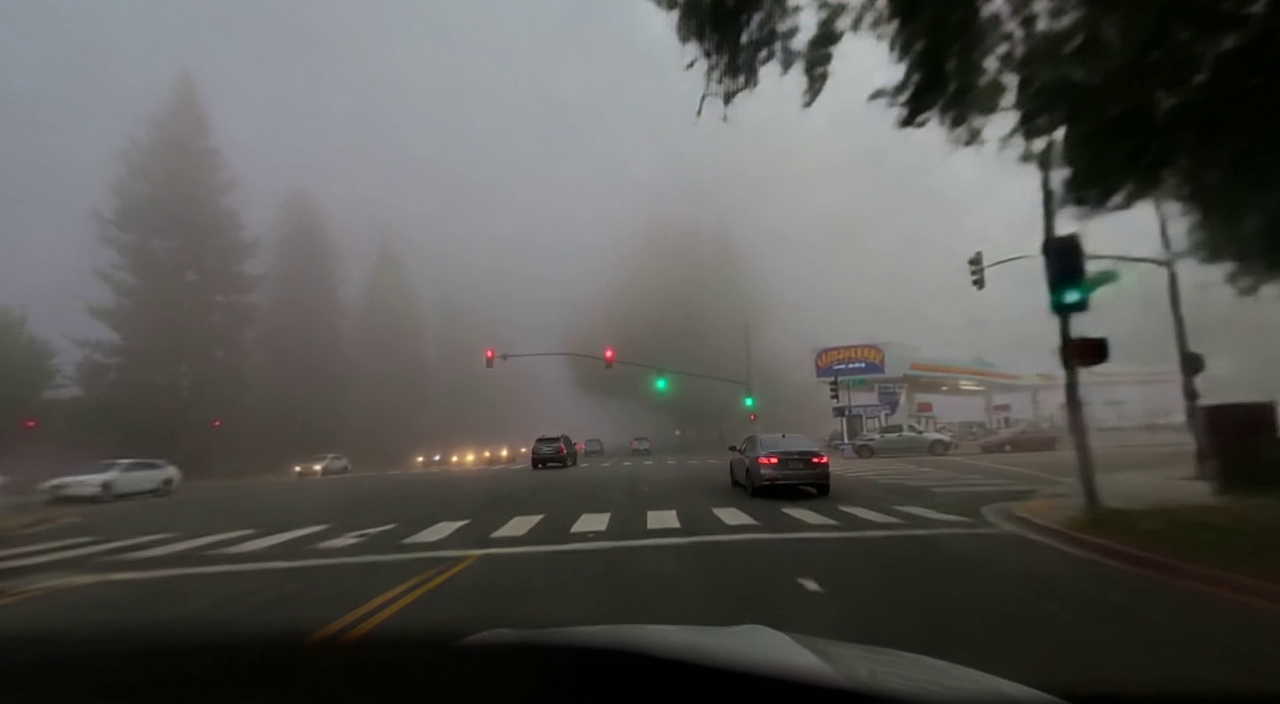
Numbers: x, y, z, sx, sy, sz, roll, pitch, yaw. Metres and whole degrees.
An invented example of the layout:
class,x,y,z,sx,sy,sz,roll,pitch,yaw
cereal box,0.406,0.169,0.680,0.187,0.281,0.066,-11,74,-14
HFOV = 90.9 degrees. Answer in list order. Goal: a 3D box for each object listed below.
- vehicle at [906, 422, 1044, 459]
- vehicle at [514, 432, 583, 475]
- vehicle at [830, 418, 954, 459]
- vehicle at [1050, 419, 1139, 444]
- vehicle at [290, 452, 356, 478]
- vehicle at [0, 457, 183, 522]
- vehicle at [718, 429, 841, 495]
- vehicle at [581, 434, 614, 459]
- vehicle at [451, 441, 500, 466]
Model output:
class,x,y,z,sx,sy,sz,roll,pitch,yaw
vehicle,14.324,3.814,27.127,4.776,1.486,2.138,1,-8,-5
vehicle,-3.821,4.338,27.151,2.250,1.713,4.422,0,-8,1
vehicle,12.477,4.330,31.502,5.156,1.917,2.308,0,-8,2
vehicle,29.700,5.210,41.272,4.550,1.467,1.843,0,-8,-7
vehicle,-21.933,7.823,43.791,2.061,1.643,4.614,0,-8,2
vehicle,-15.568,3.718,17.608,2.011,1.450,4.679,0,-8,1
vehicle,3.451,2.827,16.640,2.095,1.475,4.686,0,-8,-1
vehicle,-3.252,7.366,49.249,2.126,1.810,4.414,0,-8,1
vehicle,-11.431,7.074,44.067,2.091,1.644,4.645,0,-8,1
